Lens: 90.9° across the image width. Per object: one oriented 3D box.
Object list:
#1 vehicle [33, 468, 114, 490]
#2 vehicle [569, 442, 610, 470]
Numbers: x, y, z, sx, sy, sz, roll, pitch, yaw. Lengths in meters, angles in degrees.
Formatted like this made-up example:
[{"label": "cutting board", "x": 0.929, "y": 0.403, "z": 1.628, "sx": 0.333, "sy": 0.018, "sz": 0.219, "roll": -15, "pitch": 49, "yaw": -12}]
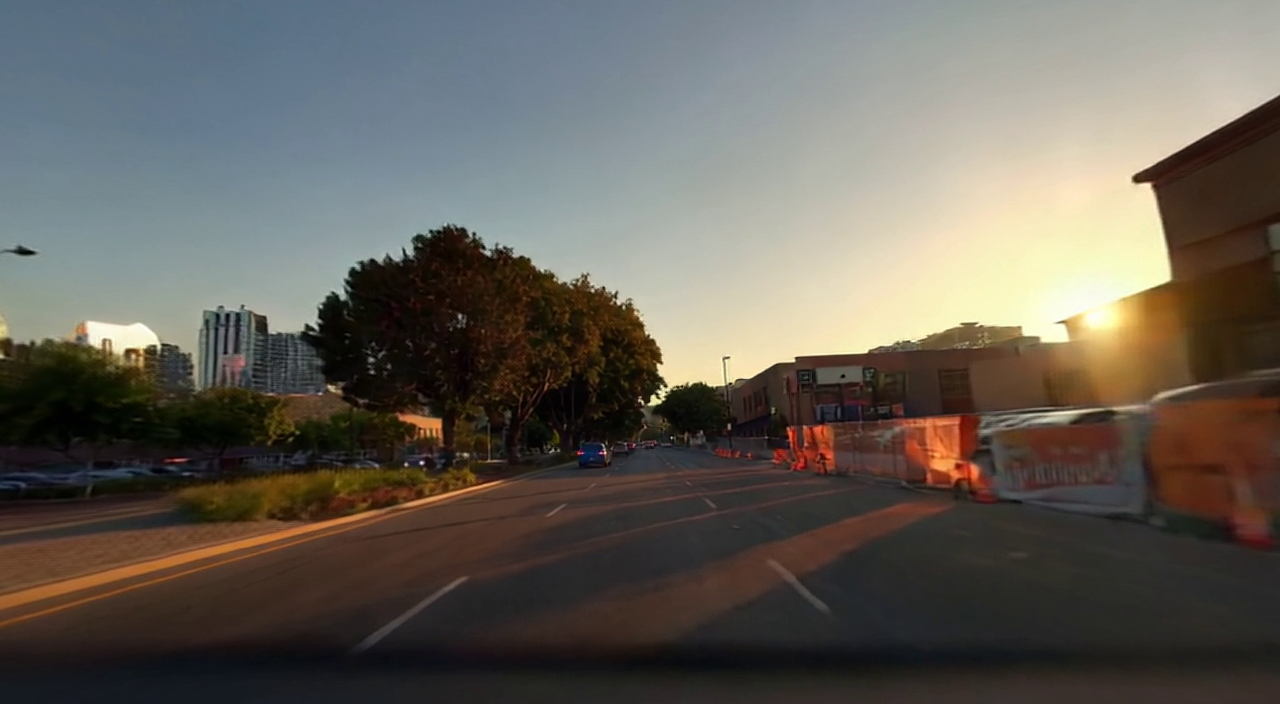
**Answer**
[{"label": "vehicle", "x": -42.166, "y": 9.437, "z": 46.932, "sx": 4.408, "sy": 1.475, "sz": 1.792, "roll": -1, "pitch": -9, "yaw": 4}, {"label": "vehicle", "x": -2.791, "y": 5.835, "z": 35.504, "sx": 1.926, "sy": 1.442, "sz": 4.231, "roll": 0, "pitch": -8, "yaw": 1}]
